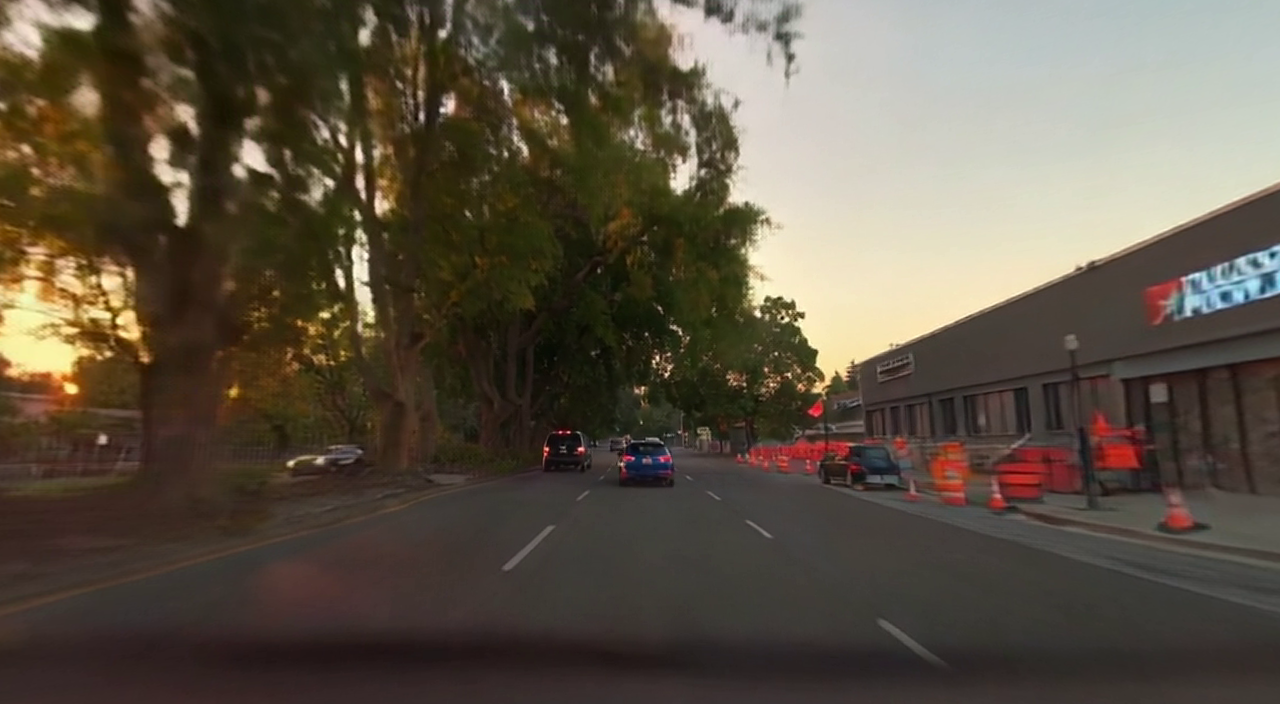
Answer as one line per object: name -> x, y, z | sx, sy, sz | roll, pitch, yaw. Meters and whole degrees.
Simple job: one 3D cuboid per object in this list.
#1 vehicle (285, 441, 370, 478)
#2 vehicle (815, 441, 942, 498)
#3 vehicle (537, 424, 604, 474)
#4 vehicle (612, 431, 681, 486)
vehicle -> -15.513, 5.325, 31.639 | 1.898, 1.702, 4.456 | 0, -8, 1
vehicle -> 7.043, 3.506, 19.276 | 2.076, 1.535, 4.460 | 0, -9, -1
vehicle -> -3.031, 4.433, 28.940 | 2.357, 2.063, 5.488 | 0, -8, 1
vehicle -> 0.205, 3.684, 22.214 | 2.168, 1.725, 4.192 | 0, -8, 0
